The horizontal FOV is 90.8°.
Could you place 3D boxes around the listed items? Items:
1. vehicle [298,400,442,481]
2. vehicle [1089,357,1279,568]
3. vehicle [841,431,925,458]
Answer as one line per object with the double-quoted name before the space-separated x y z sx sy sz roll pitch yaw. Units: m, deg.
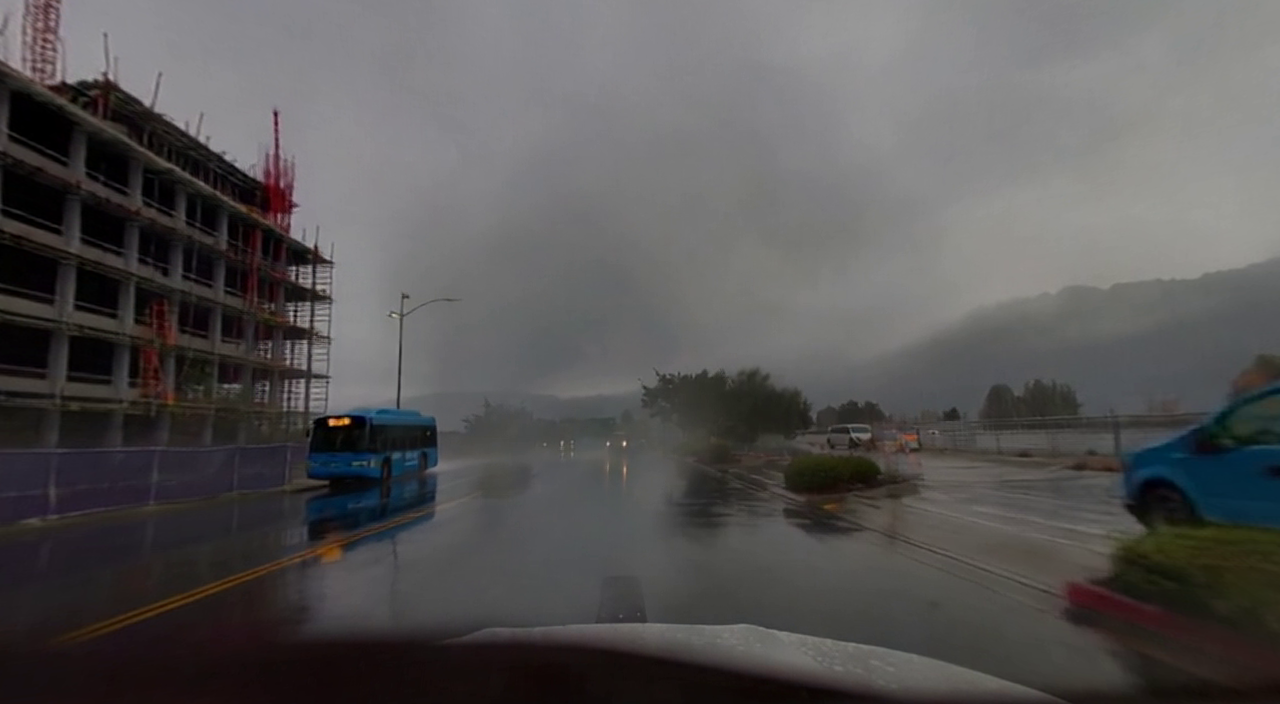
"vehicle" -10.416 3.536 25.207 2.979 2.803 5.962 0 -8 1
"vehicle" 7.033 0.919 5.161 2.267 1.911 5.816 0 -8 -2
"vehicle" 13.518 5.175 35.247 3.897 1.470 1.829 0 -9 -2
